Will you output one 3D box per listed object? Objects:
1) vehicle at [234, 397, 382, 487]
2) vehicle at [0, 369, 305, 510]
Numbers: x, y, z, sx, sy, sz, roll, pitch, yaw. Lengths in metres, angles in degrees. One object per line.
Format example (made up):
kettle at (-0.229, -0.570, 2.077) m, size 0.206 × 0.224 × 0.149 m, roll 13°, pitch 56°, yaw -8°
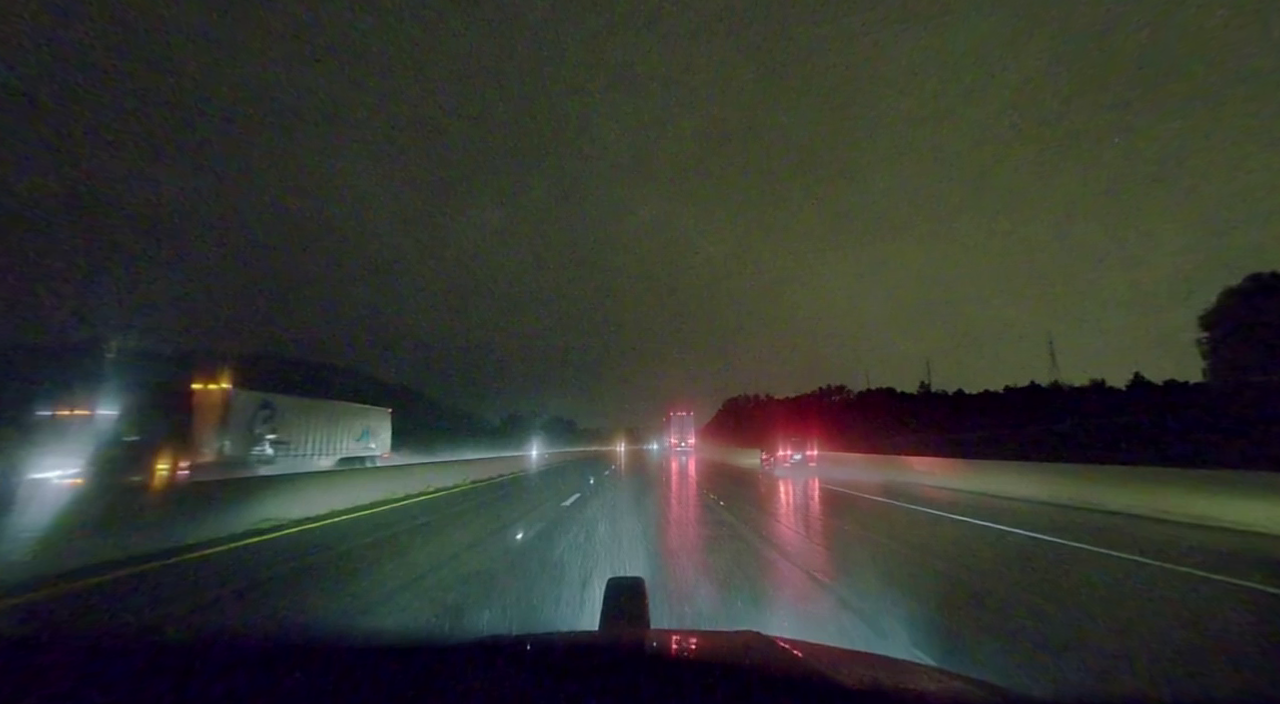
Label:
vehicle at (-16.776, 4.715, 32.732) m, size 2.876 × 4.046 × 8.509 m, roll 0°, pitch -9°, yaw 1°
vehicle at (-16.805, 3.271, 23.281) m, size 3.059 × 4.067 × 10.156 m, roll 0°, pitch -9°, yaw 0°
